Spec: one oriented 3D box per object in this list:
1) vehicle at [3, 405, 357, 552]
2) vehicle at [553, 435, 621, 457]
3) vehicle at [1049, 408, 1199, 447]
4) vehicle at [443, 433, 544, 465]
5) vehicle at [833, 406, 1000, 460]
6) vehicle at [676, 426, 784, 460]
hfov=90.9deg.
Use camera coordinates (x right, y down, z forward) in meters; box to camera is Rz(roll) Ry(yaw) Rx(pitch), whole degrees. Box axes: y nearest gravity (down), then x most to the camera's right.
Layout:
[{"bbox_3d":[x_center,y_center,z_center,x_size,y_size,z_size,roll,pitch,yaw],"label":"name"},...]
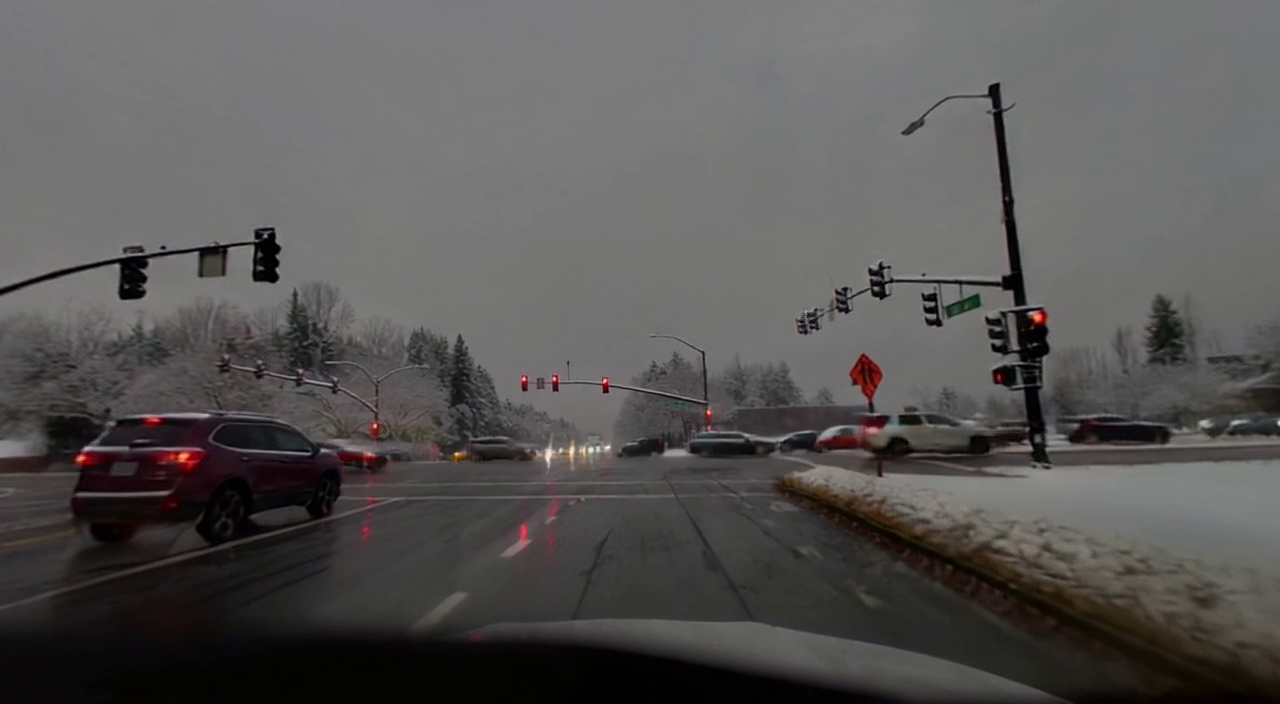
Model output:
[{"bbox_3d":[-6.386,1.815,9.684,1.785,1.678,4.729,0,-9,1],"label":"vehicle"},{"bbox_3d":[-3.604,6.491,43.363,4.459,1.477,1.754,-1,-9,6],"label":"vehicle"},{"bbox_3d":[19.547,3.092,25.630,4.429,1.489,1.773,-1,-9,6],"label":"vehicle"},{"bbox_3d":[-7.409,4.954,32.090,4.591,1.525,1.836,-1,-9,6],"label":"vehicle"},{"bbox_3d":[9.890,2.982,22.945,5.084,1.824,2.050,-1,-9,5],"label":"vehicle"},{"bbox_3d":[3.894,4.021,27.702,4.515,1.422,1.802,-1,-9,6],"label":"vehicle"}]
